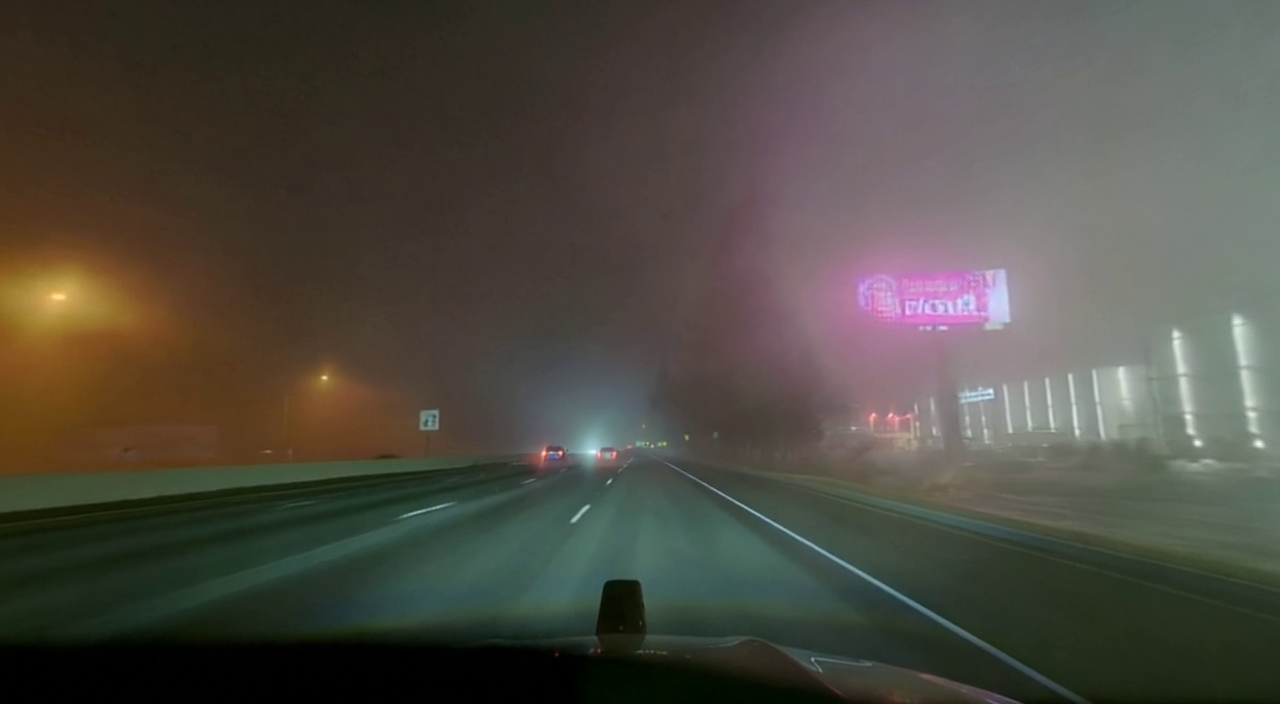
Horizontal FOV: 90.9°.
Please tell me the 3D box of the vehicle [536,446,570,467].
[{"bbox_3d":[-6.453,7.838,47.316,1.936,1.462,4.388,0,-8,0],"label":"vehicle"}]
